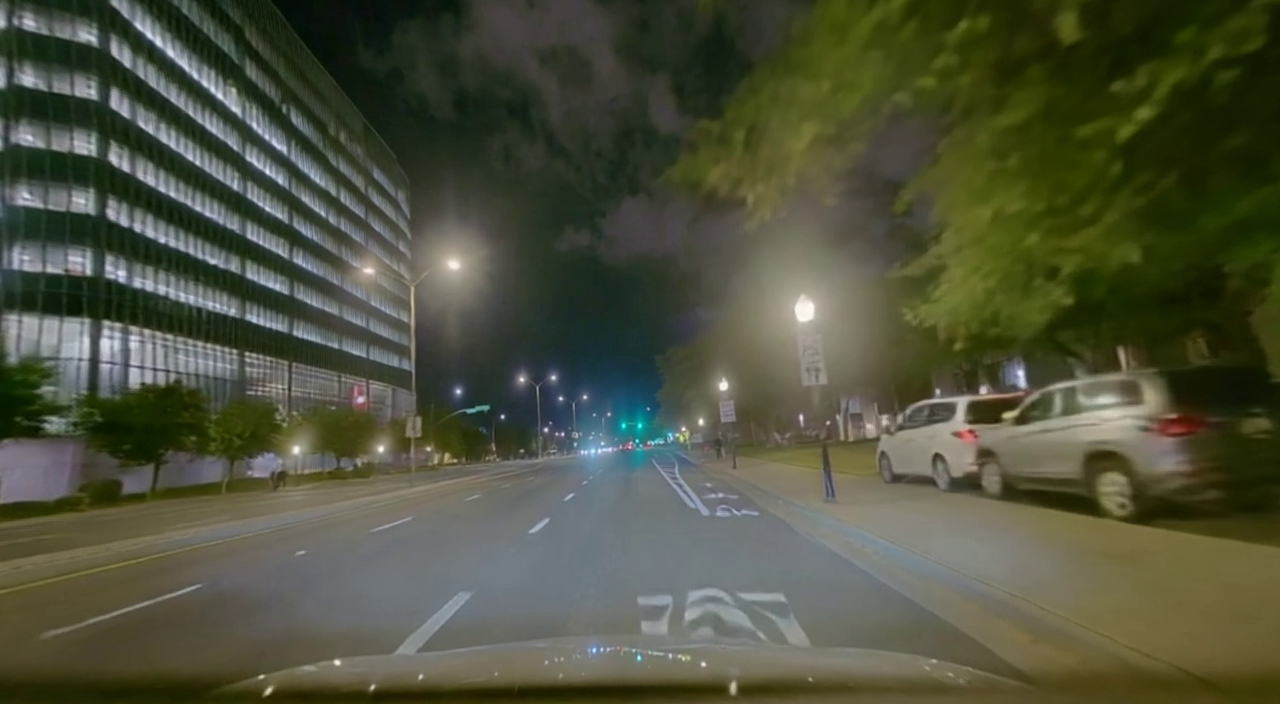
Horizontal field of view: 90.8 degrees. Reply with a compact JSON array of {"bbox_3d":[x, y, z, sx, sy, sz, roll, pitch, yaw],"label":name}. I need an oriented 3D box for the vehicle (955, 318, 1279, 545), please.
[{"bbox_3d":[6.496,0.965,7.940,2.160,1.944,5.086,-6,-9,-2],"label":"vehicle"}]
